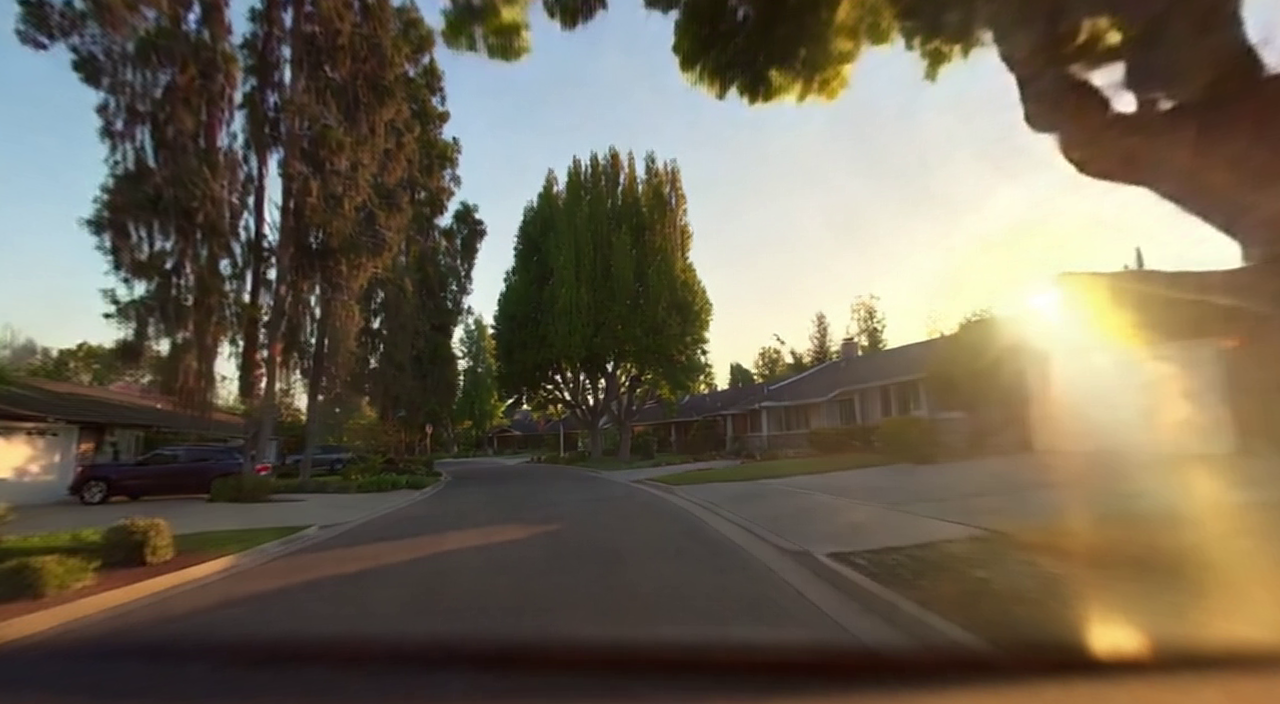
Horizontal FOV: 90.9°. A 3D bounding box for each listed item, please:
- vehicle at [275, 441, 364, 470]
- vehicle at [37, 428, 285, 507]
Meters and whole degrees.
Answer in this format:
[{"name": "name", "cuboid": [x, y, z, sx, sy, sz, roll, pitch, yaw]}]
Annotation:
[{"name": "vehicle", "cuboid": [-19.457, 6.298, 38.493, 4.471, 1.638, 1.877, 2, -8, -17]}, {"name": "vehicle", "cuboid": [-12.699, 3.065, 17.194, 4.961, 1.757, 1.971, 1, -8, -21]}]
